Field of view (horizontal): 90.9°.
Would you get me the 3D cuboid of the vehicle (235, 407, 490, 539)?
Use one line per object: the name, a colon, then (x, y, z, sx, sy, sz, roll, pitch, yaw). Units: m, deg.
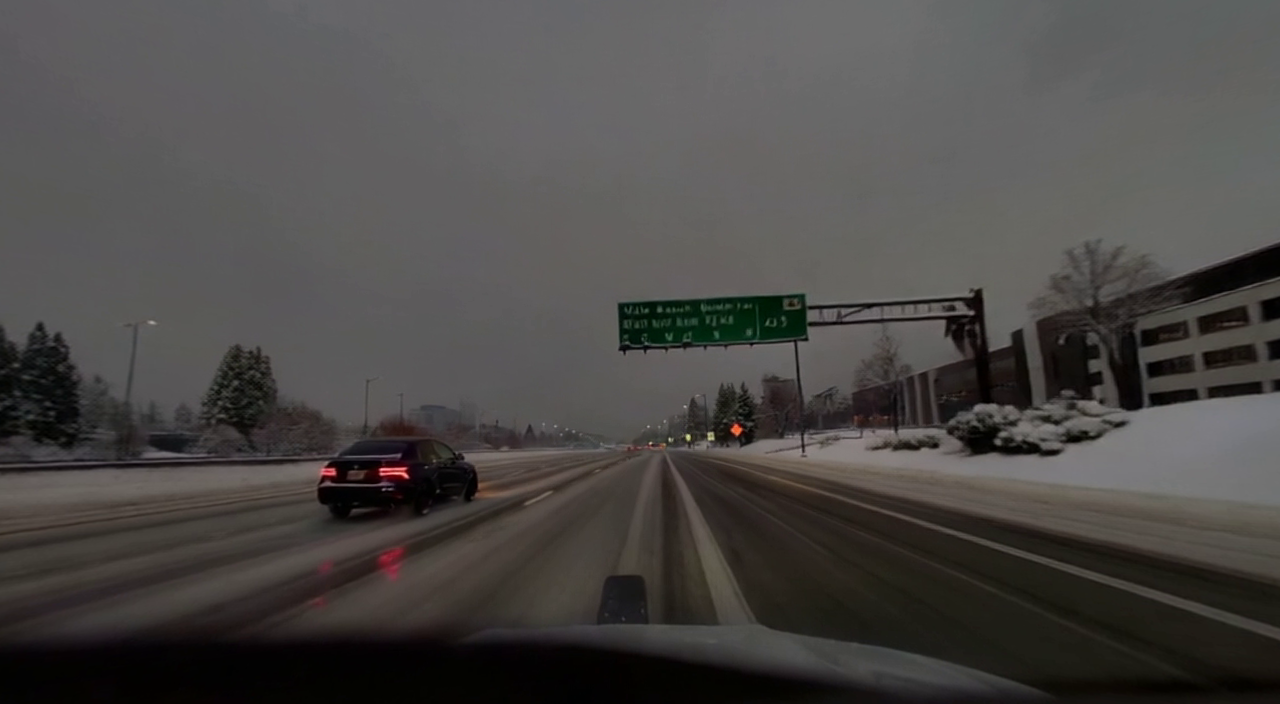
vehicle: (-4.395, 2.020, 11.109, 2.145, 1.793, 4.762, -1, -8, 3)
